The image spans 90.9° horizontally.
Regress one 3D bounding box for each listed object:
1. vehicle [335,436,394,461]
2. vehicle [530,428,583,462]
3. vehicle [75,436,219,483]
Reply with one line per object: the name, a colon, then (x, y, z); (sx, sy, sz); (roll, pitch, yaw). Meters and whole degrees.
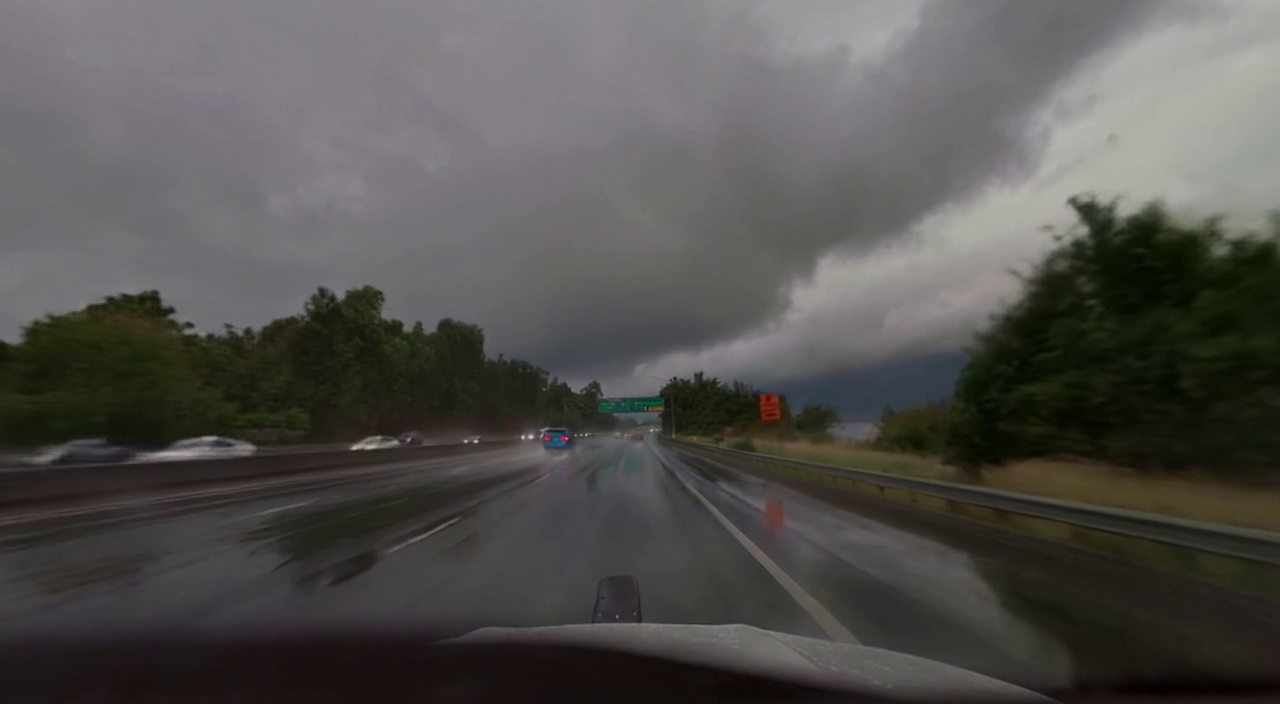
vehicle: (-16.701, 5.828, 38.405); (1.791, 1.430, 3.919); (0, -7, 0)
vehicle: (-4.190, 4.727, 32.327); (2.052, 1.626, 4.514); (0, -7, 1)
vehicle: (-16.839, 3.642, 21.815); (1.837, 1.429, 3.986); (0, -7, -1)
